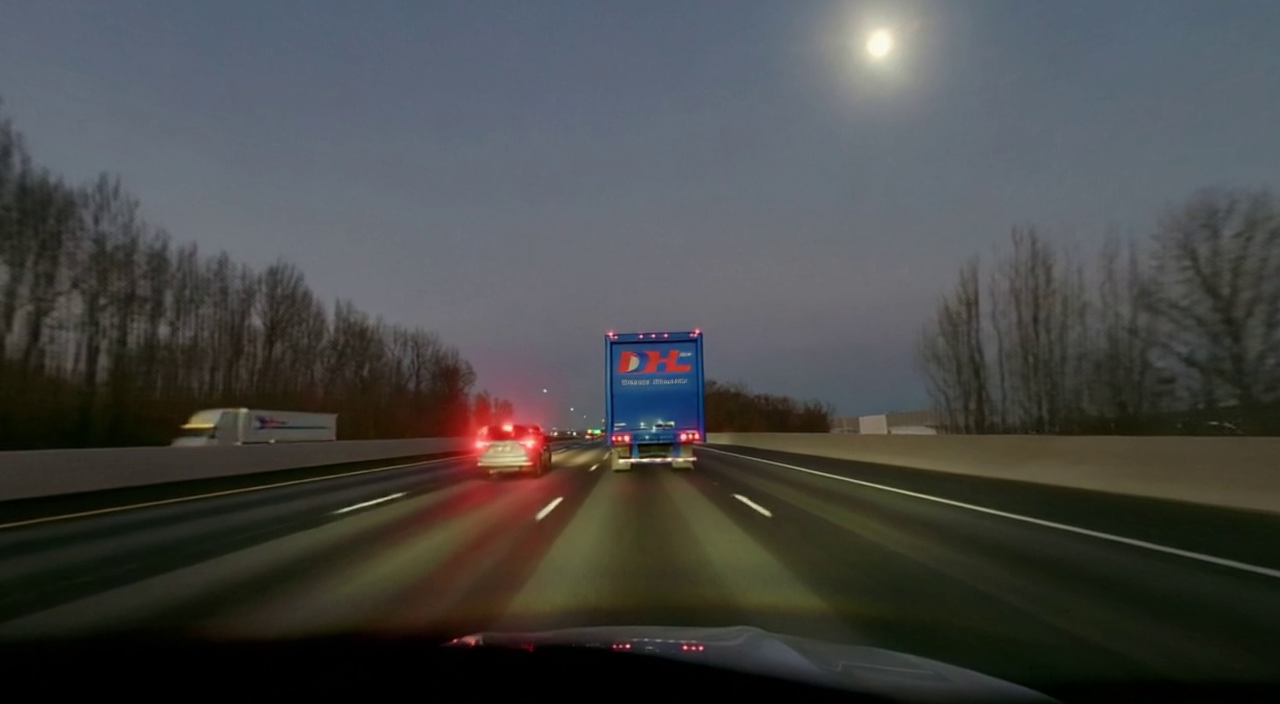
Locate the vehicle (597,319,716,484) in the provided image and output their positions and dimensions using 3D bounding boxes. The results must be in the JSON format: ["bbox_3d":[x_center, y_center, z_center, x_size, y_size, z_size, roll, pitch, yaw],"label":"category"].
[{"bbox_3d":[0.271,1.823,20.479,3.011,4.211,8.926,0,-8,-2],"label":"vehicle"}]

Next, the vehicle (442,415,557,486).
[{"bbox_3d":[-3.949,2.867,18.738,2.394,1.787,5.186,0,-8,-2],"label":"vehicle"}]
